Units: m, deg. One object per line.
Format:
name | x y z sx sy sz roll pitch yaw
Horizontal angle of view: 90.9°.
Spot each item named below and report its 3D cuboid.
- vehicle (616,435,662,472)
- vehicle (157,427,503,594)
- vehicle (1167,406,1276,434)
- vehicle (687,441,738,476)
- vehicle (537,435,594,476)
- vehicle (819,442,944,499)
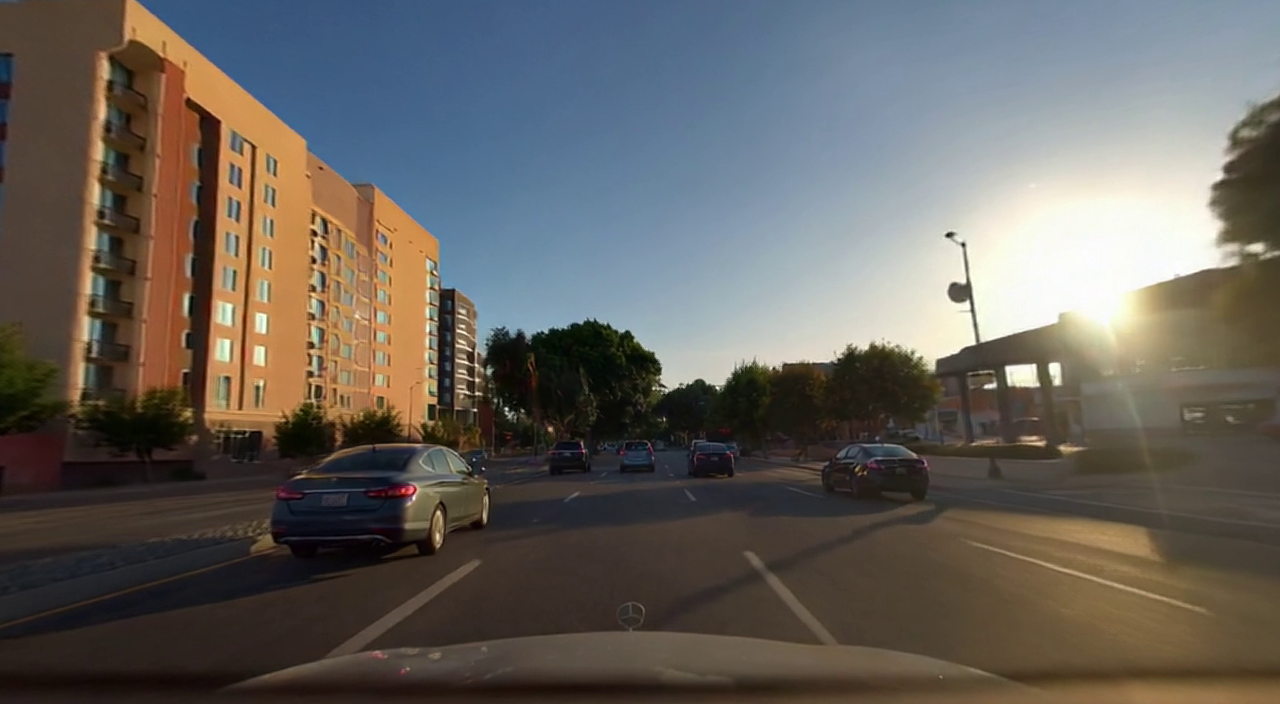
vehicle | -0.042 5.480 34.208 2.304 1.795 4.526 0 -8 0
vehicle | -3.303 1.770 7.981 2.095 1.486 4.411 0 -8 1
vehicle | 33.476 3.998 36.388 1.762 1.432 4.136 4 -10 -29
vehicle | 3.253 4.870 29.001 1.884 1.458 4.245 0 -8 1
vehicle | -3.451 4.885 30.032 2.117 1.799 4.442 0 -8 1
vehicle | 6.938 3.421 18.735 1.865 1.458 4.605 0 -8 0
